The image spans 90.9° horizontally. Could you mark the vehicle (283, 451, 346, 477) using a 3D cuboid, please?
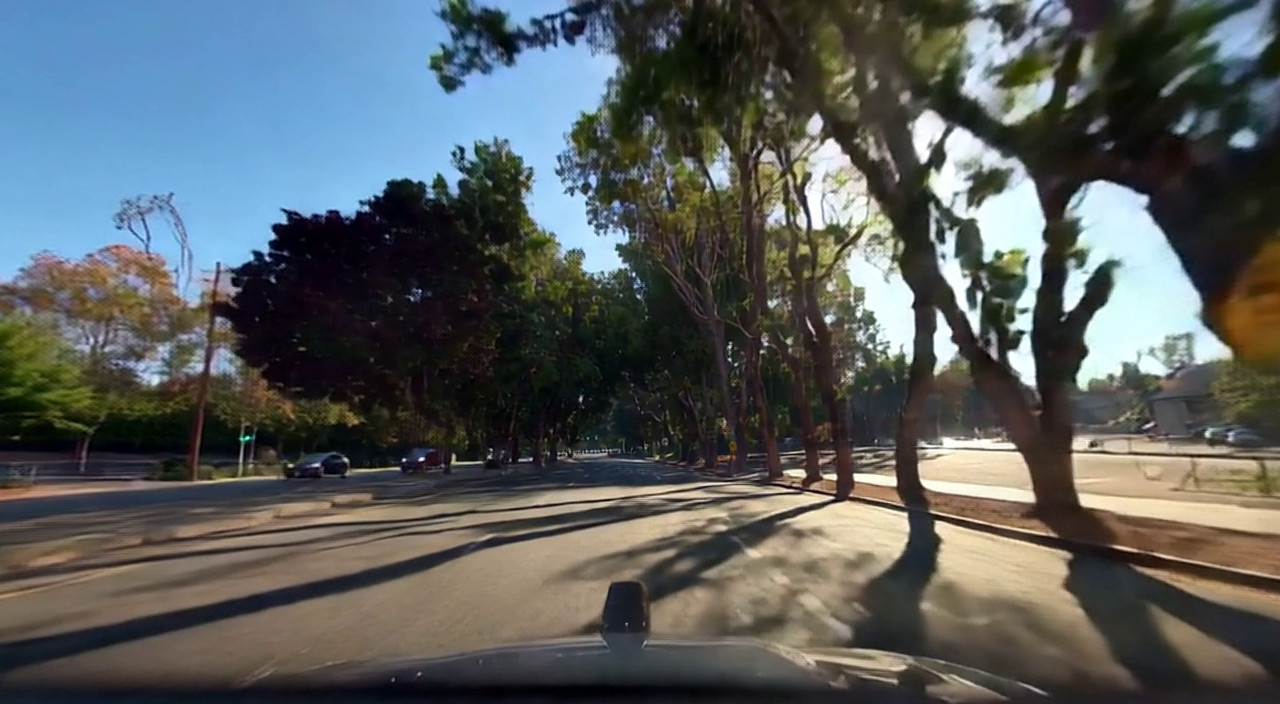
[{"bbox_3d":[-20.116,6.895,39.077,1.844,1.461,3.788,0,-8,0],"label":"vehicle"}]

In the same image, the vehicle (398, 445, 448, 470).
[{"bbox_3d":[-16.992,8.236,49.665,2.064,1.844,4.845,-1,-8,2],"label":"vehicle"}]
